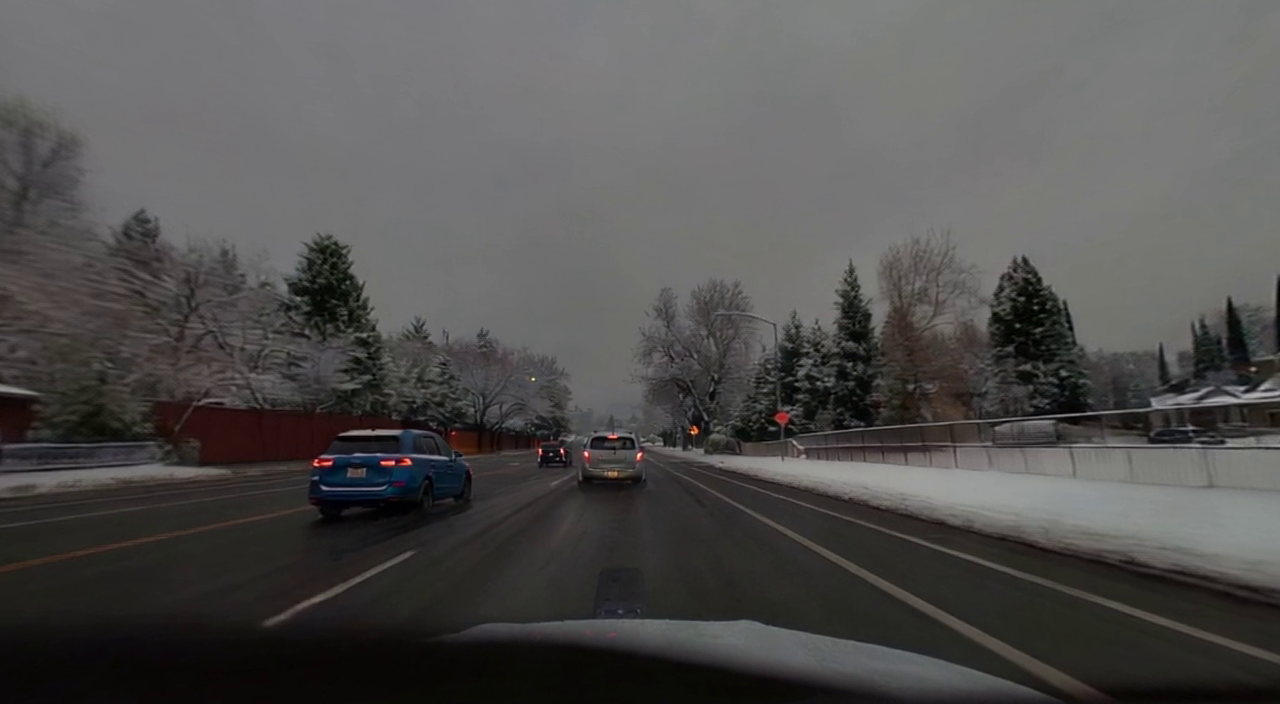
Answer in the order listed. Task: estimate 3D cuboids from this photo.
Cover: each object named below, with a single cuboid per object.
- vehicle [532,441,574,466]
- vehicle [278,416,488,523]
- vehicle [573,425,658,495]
[{"bbox_3d":[-5.424,6.406,40.022,2.014,1.493,4.658,0,-8,0],"label":"vehicle"},{"bbox_3d":[-4.724,2.250,12.608,2.243,1.722,4.621,0,-8,0],"label":"vehicle"},{"bbox_3d":[-0.643,3.047,18.133,2.131,1.761,4.242,0,-8,-1],"label":"vehicle"}]
